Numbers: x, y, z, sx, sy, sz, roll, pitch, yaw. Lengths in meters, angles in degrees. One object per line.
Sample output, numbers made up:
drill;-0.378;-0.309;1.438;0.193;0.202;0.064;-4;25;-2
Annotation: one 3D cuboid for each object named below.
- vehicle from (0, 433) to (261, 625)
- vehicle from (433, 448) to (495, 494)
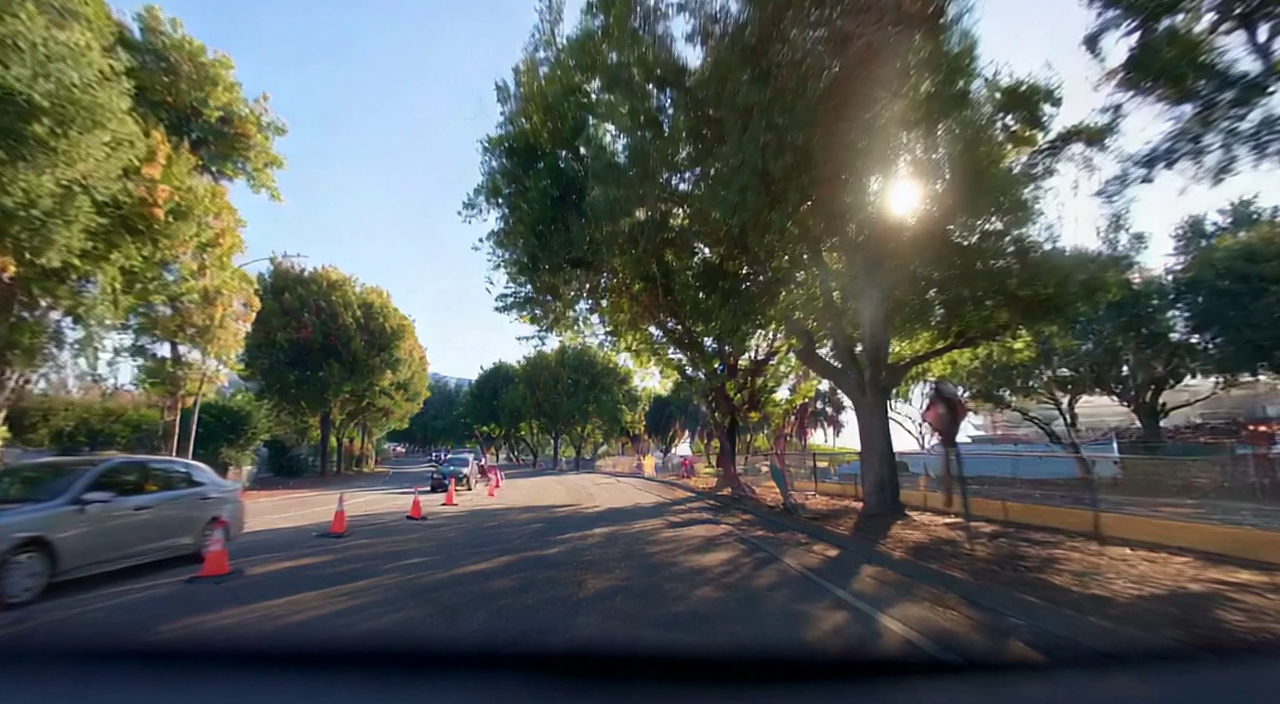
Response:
vehicle;-6.860;1.923;7.646;1.943;1.745;4.115;-1;-9;0
vehicle;-7.804;5.264;28.436;2.019;1.840;4.437;0;-9;-7
